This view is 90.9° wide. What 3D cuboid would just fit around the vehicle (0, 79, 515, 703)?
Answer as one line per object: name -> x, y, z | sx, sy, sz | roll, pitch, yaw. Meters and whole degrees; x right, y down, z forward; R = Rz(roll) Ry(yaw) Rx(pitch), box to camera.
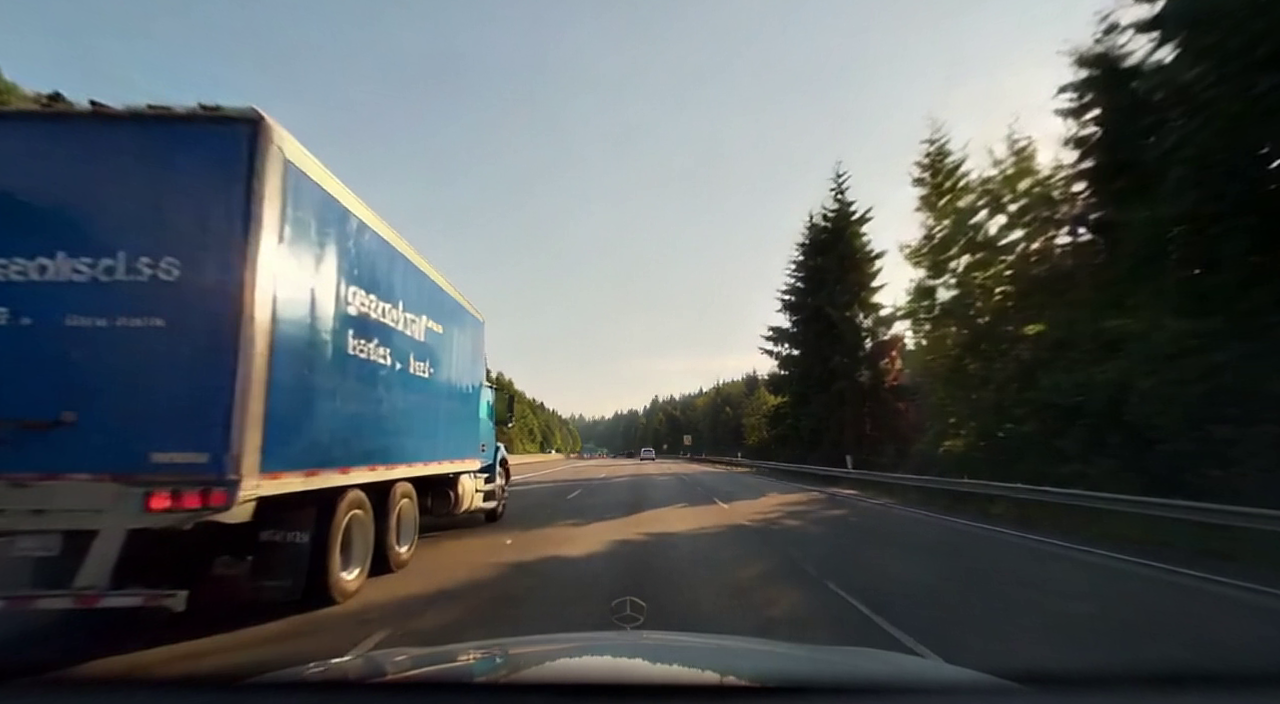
vehicle -> -3.364, 0.731, 6.296 | 2.695, 3.151, 6.885 | 0, -9, 1
